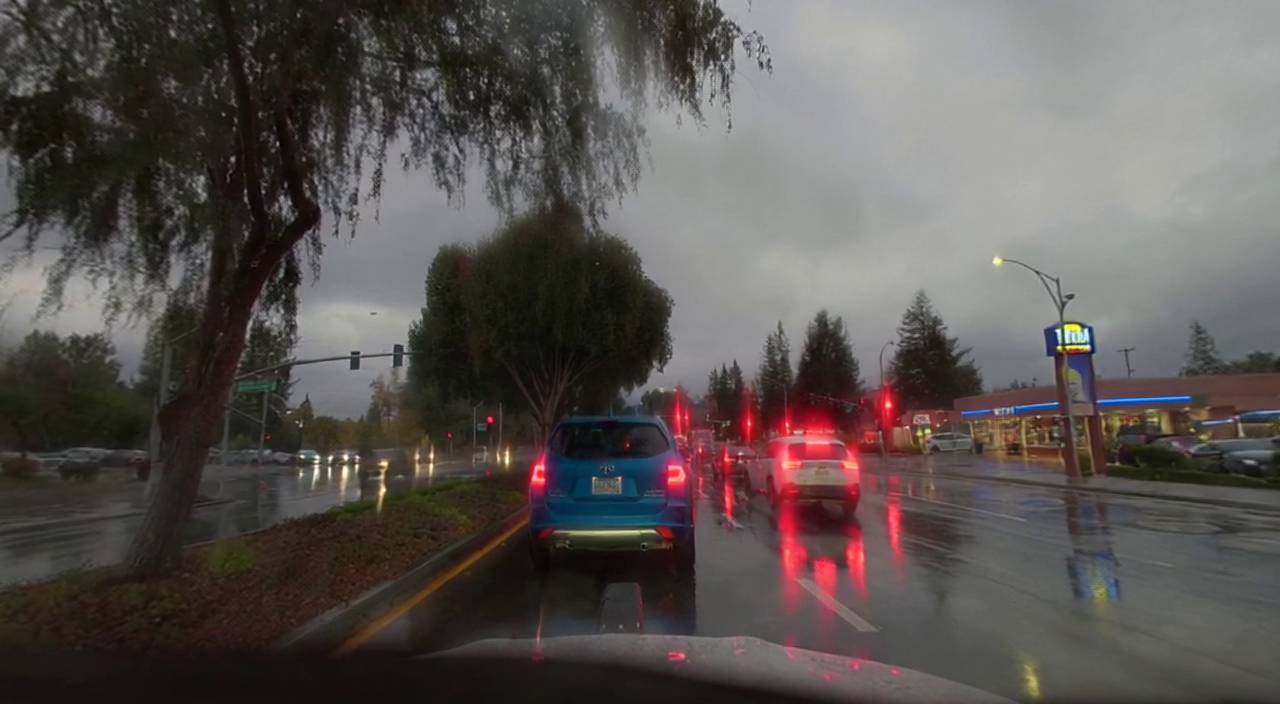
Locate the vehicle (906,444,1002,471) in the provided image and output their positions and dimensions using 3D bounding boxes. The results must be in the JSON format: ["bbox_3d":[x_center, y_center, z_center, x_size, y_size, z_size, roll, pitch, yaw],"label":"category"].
[{"bbox_3d":[17.211,5.772,34.770,4.290,1.427,1.751,0,-9,2],"label":"vehicle"}]

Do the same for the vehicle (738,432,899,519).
[{"bbox_3d":[3.634,2.610,13.943,2.098,1.555,4.778,0,-9,-1],"label":"vehicle"}]

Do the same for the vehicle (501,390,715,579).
[{"bbox_3d":[-0.298,1.648,8.620,2.096,1.837,4.687,0,-9,0],"label":"vehicle"}]

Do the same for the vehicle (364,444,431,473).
[{"bbox_3d":[-13.270,5.831,34.813,1.983,1.460,4.456,0,-9,-1],"label":"vehicle"}]
